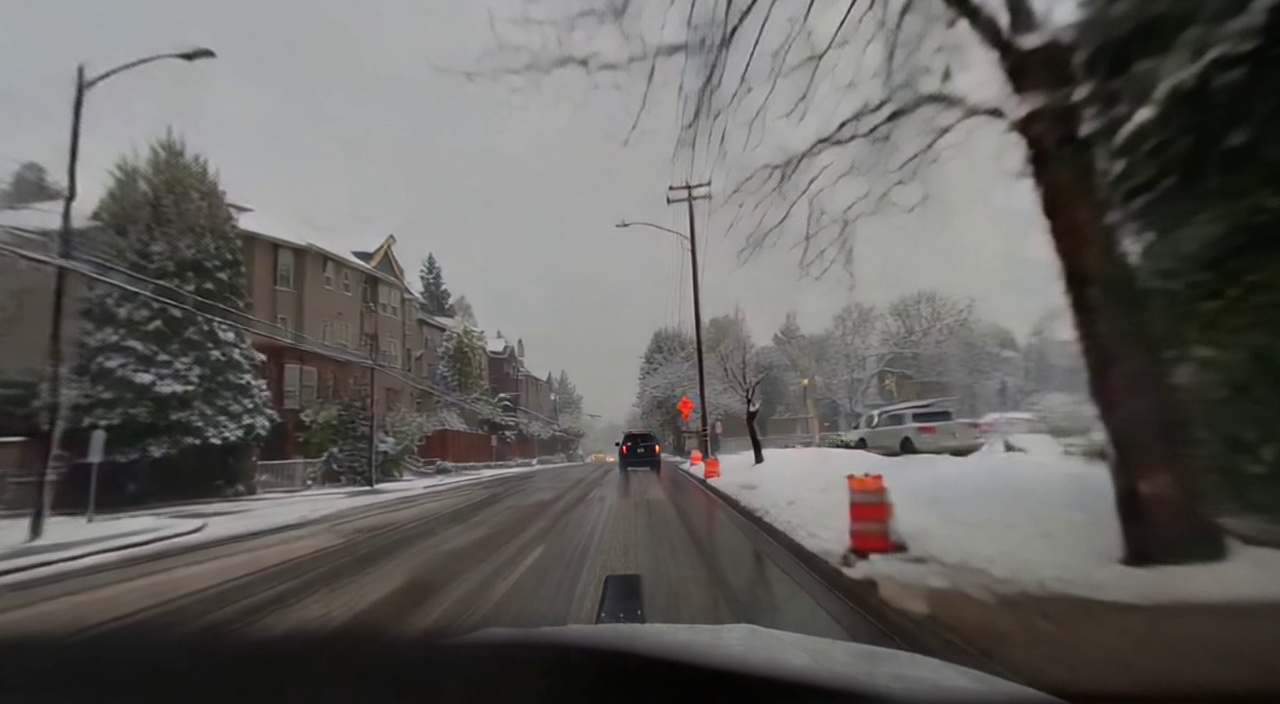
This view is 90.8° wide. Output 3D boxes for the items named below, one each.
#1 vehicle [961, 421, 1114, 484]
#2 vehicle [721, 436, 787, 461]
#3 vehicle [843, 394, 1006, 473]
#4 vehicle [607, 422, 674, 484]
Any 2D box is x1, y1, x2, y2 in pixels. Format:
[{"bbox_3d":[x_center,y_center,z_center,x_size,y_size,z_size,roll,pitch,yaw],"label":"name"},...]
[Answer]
[{"bbox_3d":[10.619,2.754,17.120,1.698,1.548,2.969,2,-11,-16],"label":"vehicle"},{"bbox_3d":[7.527,6.413,41.908,3.835,1.584,1.893,2,-9,-18],"label":"vehicle"},{"bbox_3d":[9.548,3.024,22.179,2.253,2.306,6.753,-1,-10,-2],"label":"vehicle"},{"bbox_3d":[-0.076,3.723,23.397,2.169,2.015,5.206,0,-9,-2],"label":"vehicle"}]
